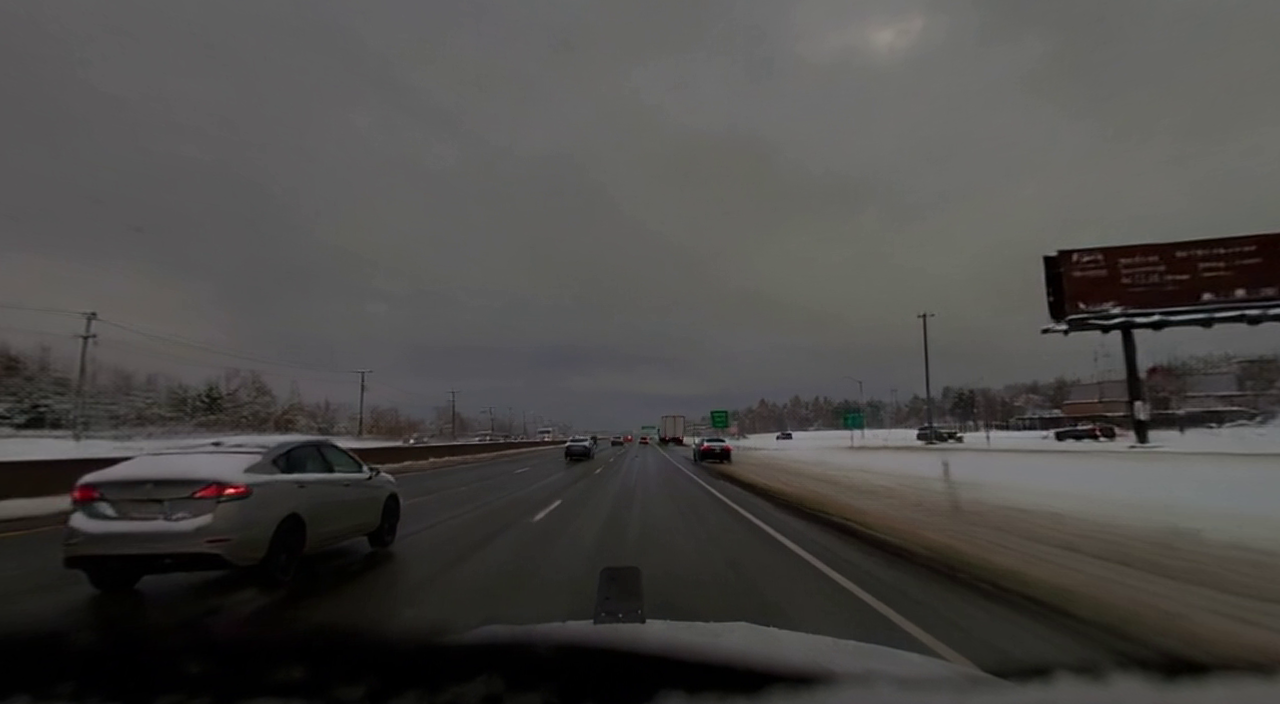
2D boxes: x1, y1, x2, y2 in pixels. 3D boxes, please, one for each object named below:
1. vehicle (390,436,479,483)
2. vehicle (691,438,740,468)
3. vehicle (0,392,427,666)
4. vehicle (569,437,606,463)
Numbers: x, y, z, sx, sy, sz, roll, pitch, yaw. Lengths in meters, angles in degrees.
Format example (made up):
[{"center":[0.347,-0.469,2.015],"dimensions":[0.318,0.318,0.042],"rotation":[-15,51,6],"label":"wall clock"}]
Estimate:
[{"center":[-7.234,3.836,22.566],"dimensions":[1.865,1.518,3.620],"rotation":[0,-9,1],"label":"vehicle"},{"center":[4.126,5.637,35.183],"dimensions":[2.135,1.532,4.506],"rotation":[1,-9,0],"label":"vehicle"},{"center":[-3.736,1.319,5.710],"dimensions":[2.008,1.504,4.264],"rotation":[0,-9,1],"label":"vehicle"},{"center":[-3.339,6.356,40.862],"dimensions":[2.001,1.577,4.055],"rotation":[0,-9,1],"label":"vehicle"}]
